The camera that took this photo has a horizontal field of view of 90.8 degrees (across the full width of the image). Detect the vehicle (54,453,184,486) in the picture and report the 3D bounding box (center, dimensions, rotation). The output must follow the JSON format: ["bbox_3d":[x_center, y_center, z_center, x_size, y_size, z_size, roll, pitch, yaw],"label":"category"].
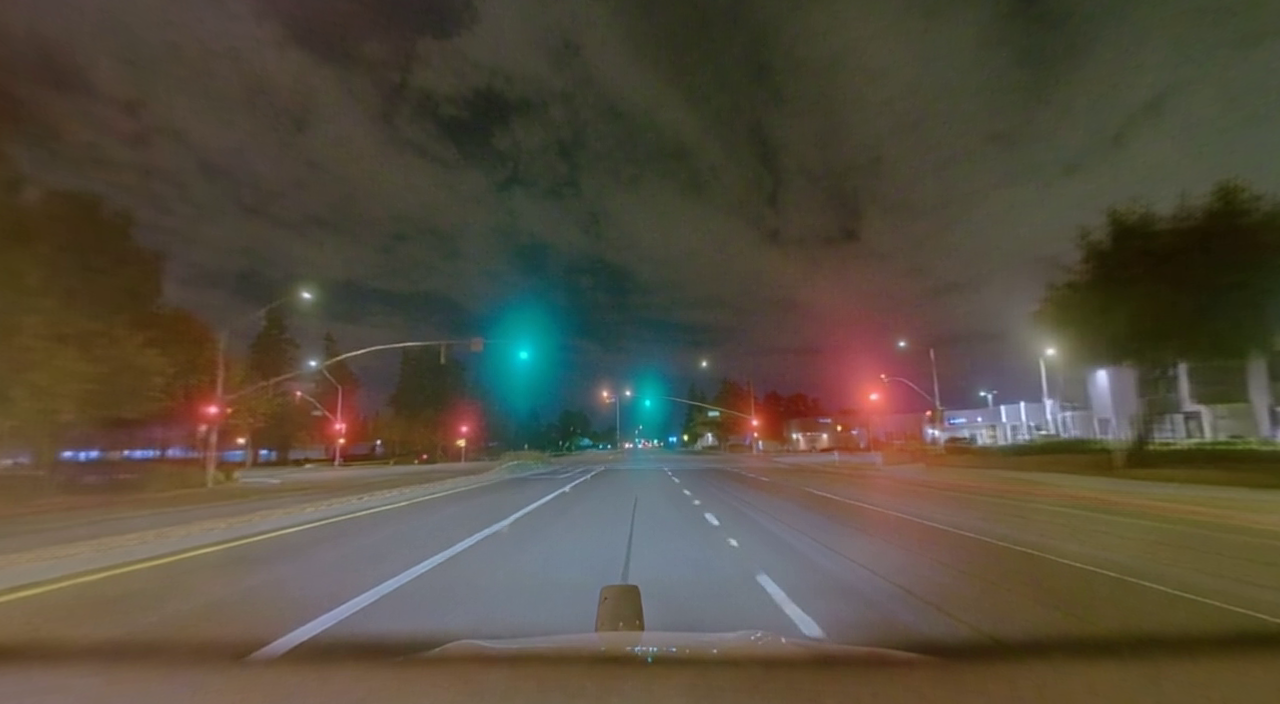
[{"bbox_3d":[-30.802,6.939,37.519,5.418,1.823,2.531,0,-9,-2],"label":"vehicle"}]
